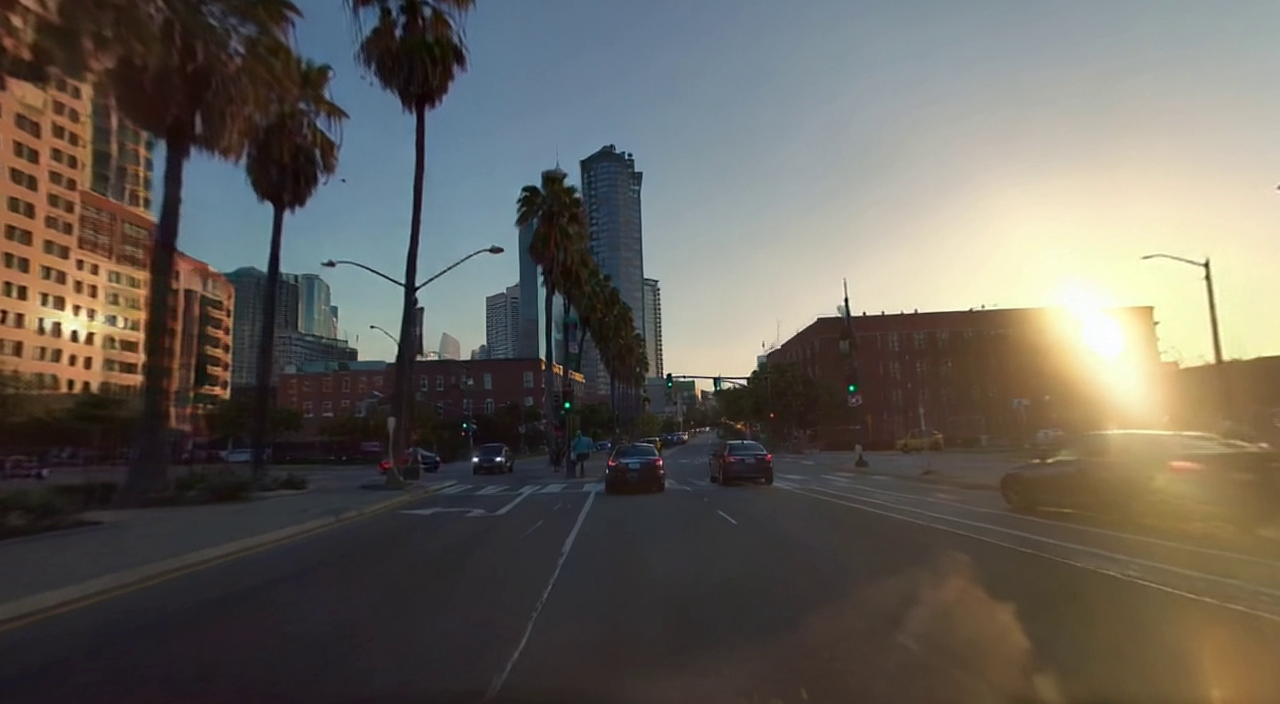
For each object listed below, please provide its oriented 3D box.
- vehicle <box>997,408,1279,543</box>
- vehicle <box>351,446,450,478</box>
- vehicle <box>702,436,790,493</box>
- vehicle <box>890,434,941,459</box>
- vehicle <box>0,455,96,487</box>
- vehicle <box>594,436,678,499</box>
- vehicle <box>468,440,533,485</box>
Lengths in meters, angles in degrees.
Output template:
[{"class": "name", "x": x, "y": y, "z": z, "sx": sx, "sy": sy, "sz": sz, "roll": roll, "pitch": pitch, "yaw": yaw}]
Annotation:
[{"class": "vehicle", "x": 8.155, "y": 1.891, "z": 10.276, "sx": 2.000, "sy": 1.685, "sz": 4.487, "roll": 0, "pitch": -9, "yaw": -1}, {"class": "vehicle", "x": -12.162, "y": 5.580, "z": 32.126, "sx": 4.641, "sy": 1.502, "sz": 1.882, "roll": -4, "pitch": -9, "yaw": 23}, {"class": "vehicle", "x": 3.028, "y": 3.287, "z": 18.809, "sx": 1.909, "sy": 1.500, "sz": 3.524, "roll": 0, "pitch": -9, "yaw": -2}, {"class": "vehicle", "x": 19.785, "y": 6.836, "z": 45.579, "sx": 1.959, "sy": 1.674, "sz": 4.706, "roll": -1, "pitch": -9, "yaw": 5}, {"class": "vehicle", "x": -38.327, "y": 7.546, "z": 40.275, "sx": 5.791, "sy": 1.900, "sz": 2.283, "roll": -2, "pitch": -9, "yaw": 12}, {"class": "vehicle", "x": -0.144, "y": 3.091, "z": 17.274, "sx": 2.048, "sy": 1.503, "sz": 3.681, "roll": 0, "pitch": -9, "yaw": -2}, {"class": "vehicle", "x": -5.164, "y": 4.124, "z": 23.940, "sx": 1.977, "sy": 1.501, "sz": 4.435, "roll": 1, "pitch": -9, "yaw": -7}]
